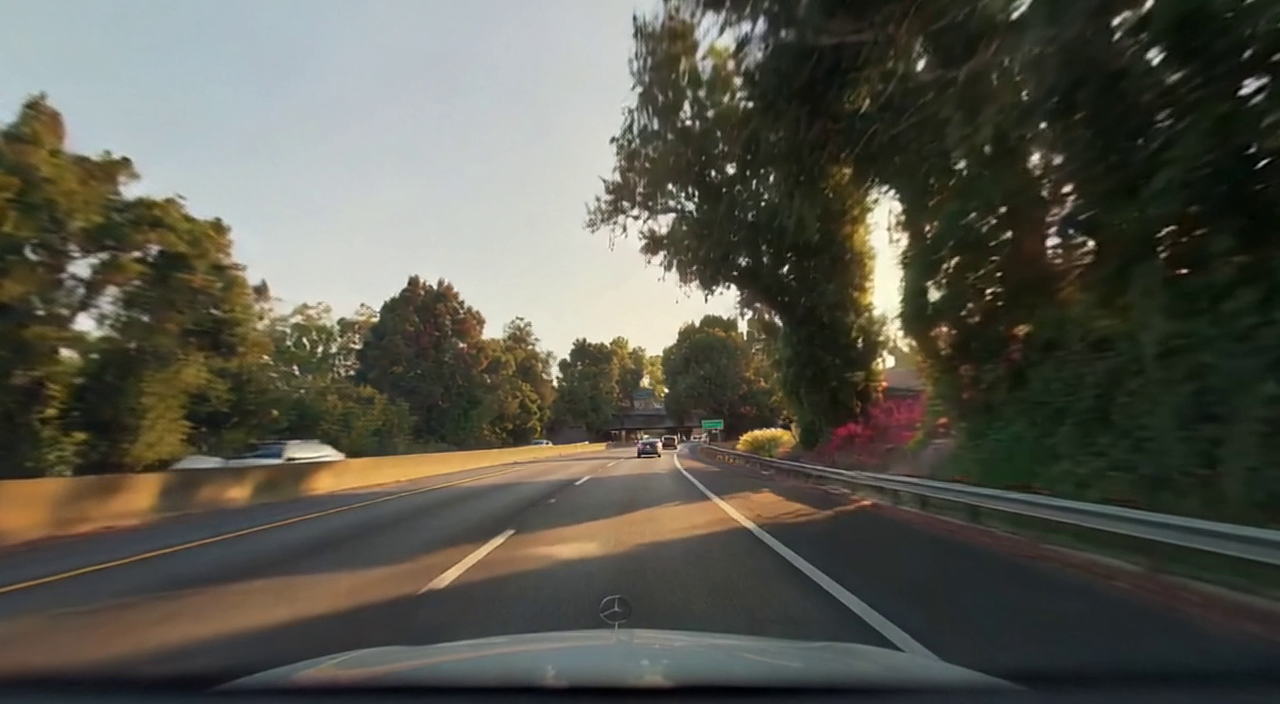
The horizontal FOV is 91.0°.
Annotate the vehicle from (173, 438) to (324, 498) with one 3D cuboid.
[{"bbox_3d":[-13.465,3.970,22.111,2.094,1.856,4.800,-1,-8,1],"label":"vehicle"}]

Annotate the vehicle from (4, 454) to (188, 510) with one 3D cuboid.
[{"bbox_3d":[-17.111,4.065,20.186,1.863,1.465,4.531,0,-8,0],"label":"vehicle"}]

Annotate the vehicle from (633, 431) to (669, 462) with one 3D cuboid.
[{"bbox_3d":[0.729,6.013,40.120,2.188,1.825,4.282,-1,-8,2],"label":"vehicle"}]
